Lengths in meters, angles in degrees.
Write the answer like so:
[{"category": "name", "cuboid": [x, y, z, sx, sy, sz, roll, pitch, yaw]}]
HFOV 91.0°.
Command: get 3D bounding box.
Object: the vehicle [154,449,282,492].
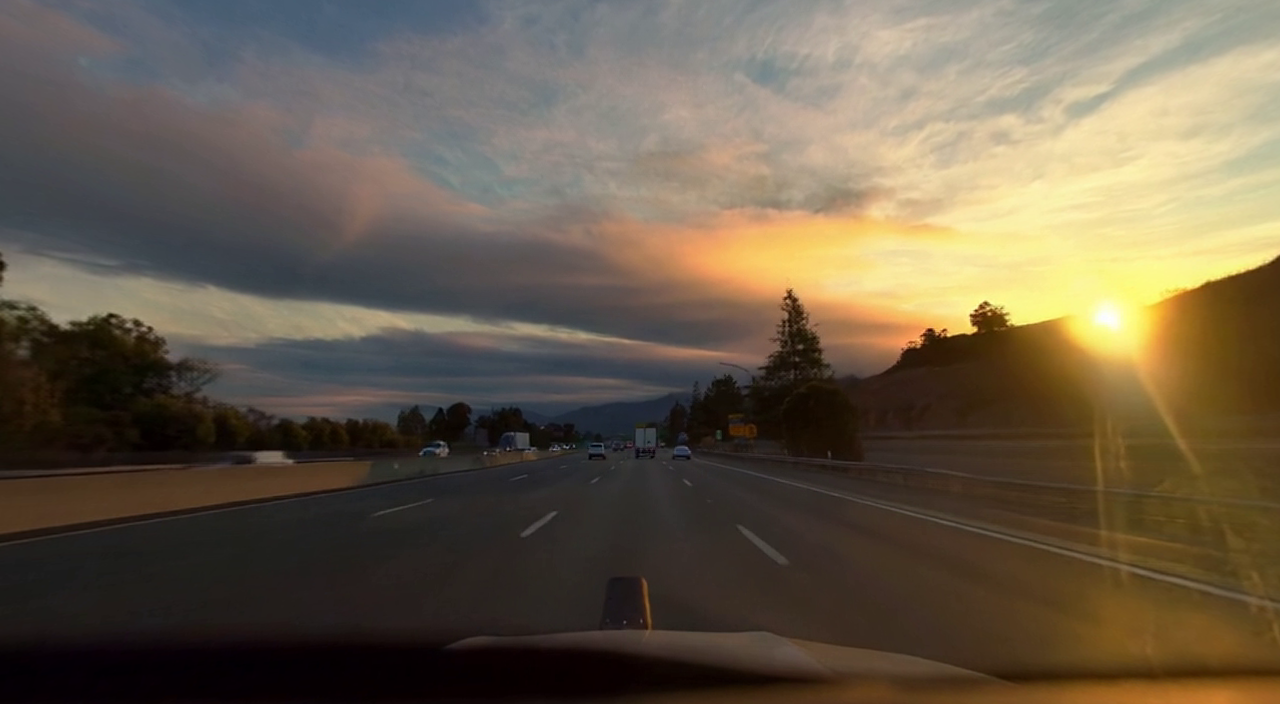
[{"category": "vehicle", "cuboid": [-15.715, 4.391, 23.766, 1.912, 1.410, 4.181, 0, -8, 1]}]
